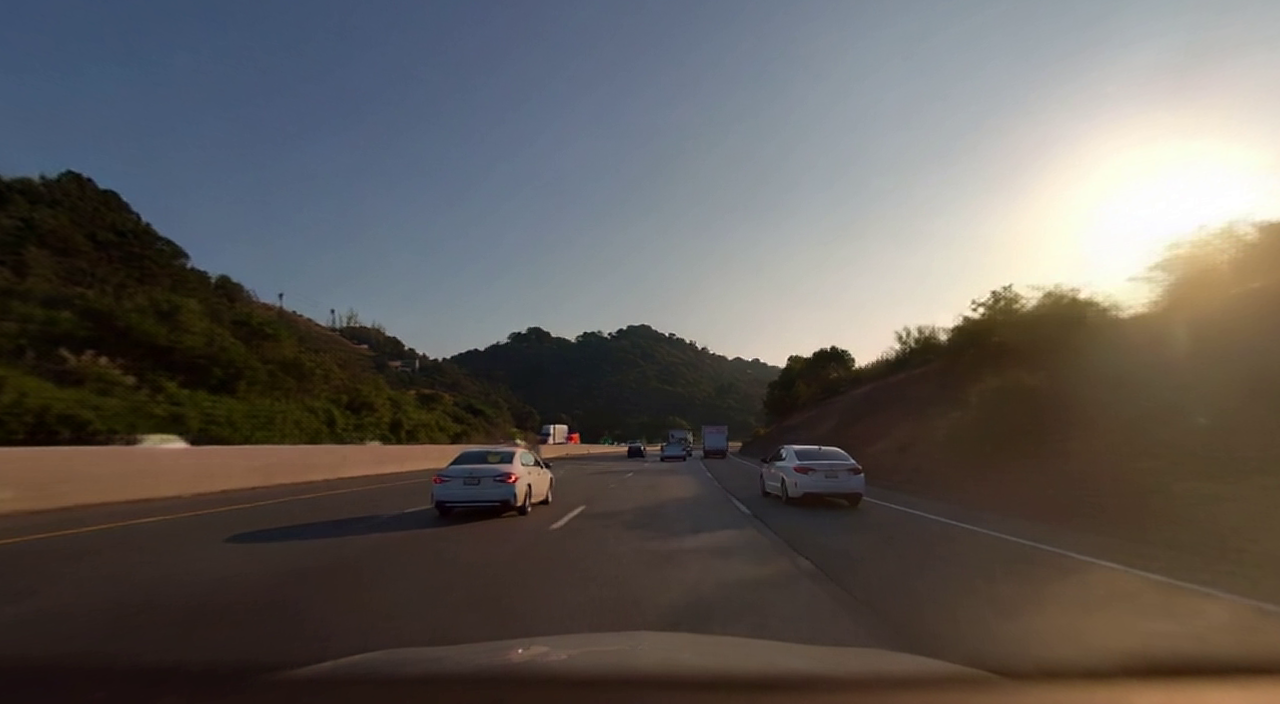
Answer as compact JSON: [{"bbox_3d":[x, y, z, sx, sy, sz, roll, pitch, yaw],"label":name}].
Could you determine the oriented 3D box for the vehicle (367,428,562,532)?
[{"bbox_3d":[-2.855,2.218,11.604,2.031,1.491,4.792,-1,-8,2],"label":"vehicle"}]

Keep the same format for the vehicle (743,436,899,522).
[{"bbox_3d":[3.489,2.529,13.137,2.013,1.464,4.317,0,-8,1],"label":"vehicle"}]

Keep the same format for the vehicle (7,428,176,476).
[{"bbox_3d":[-21.218,3.911,24.787,2.114,1.678,4.985,0,-8,1],"label":"vehicle"}]

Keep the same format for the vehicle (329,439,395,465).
[{"bbox_3d":[-17.168,6.197,39.250,1.870,1.454,4.587,-1,-8,2],"label":"vehicle"}]

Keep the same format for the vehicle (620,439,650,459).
[{"bbox_3d":[-0.352,7.673,49.938,2.010,1.482,4.230,-1,-8,4],"label":"vehicle"}]

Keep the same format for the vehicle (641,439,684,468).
[{"bbox_3d":[1.277,5.462,34.061,2.202,1.467,3.929,-1,-8,4],"label":"vehicle"}]
